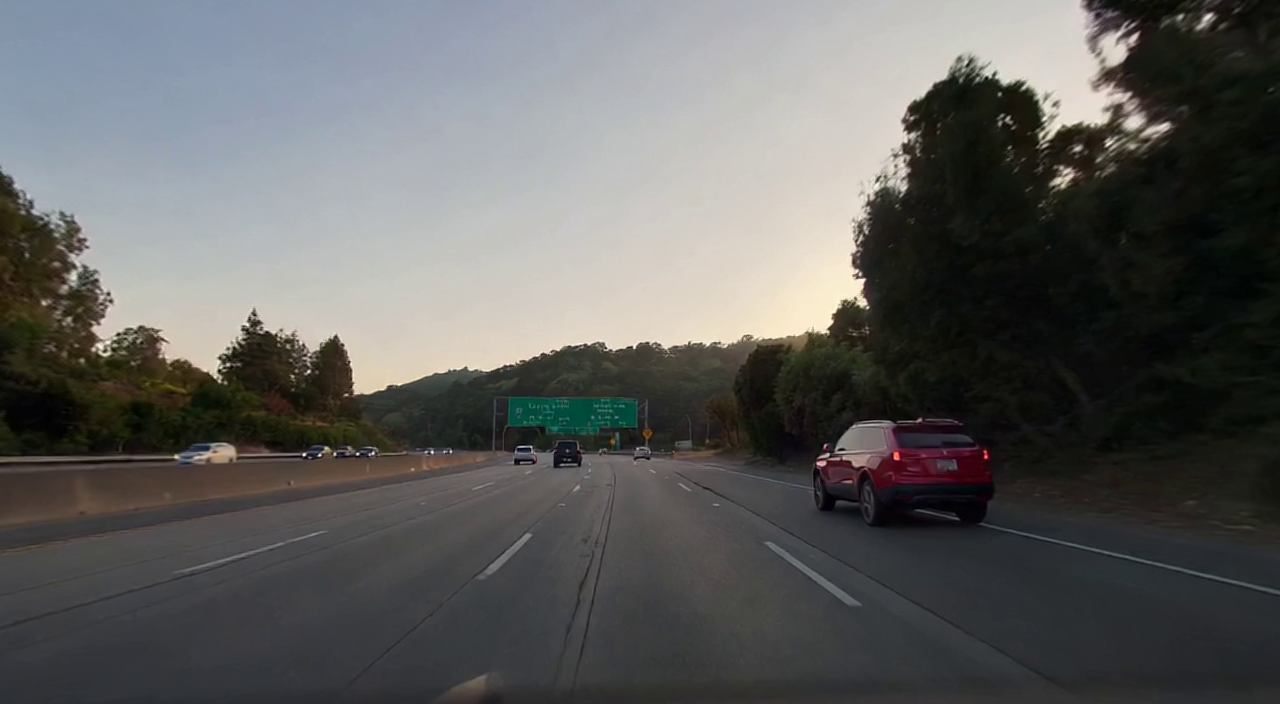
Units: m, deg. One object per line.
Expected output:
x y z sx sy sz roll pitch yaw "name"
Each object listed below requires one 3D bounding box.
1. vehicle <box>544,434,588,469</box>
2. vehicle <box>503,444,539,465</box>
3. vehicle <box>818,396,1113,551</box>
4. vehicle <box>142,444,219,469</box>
-4.878 6.667 42.412 2.537 2.121 5.251 0 -9 -2 "vehicle"
-9.322 8.094 49.812 2.113 1.551 4.898 0 -9 -3 "vehicle"
4.735 1.873 10.316 2.103 1.903 4.837 0 -9 -1 "vehicle"
-28.929 6.561 39.934 1.751 1.477 4.430 0 -9 -4 "vehicle"
